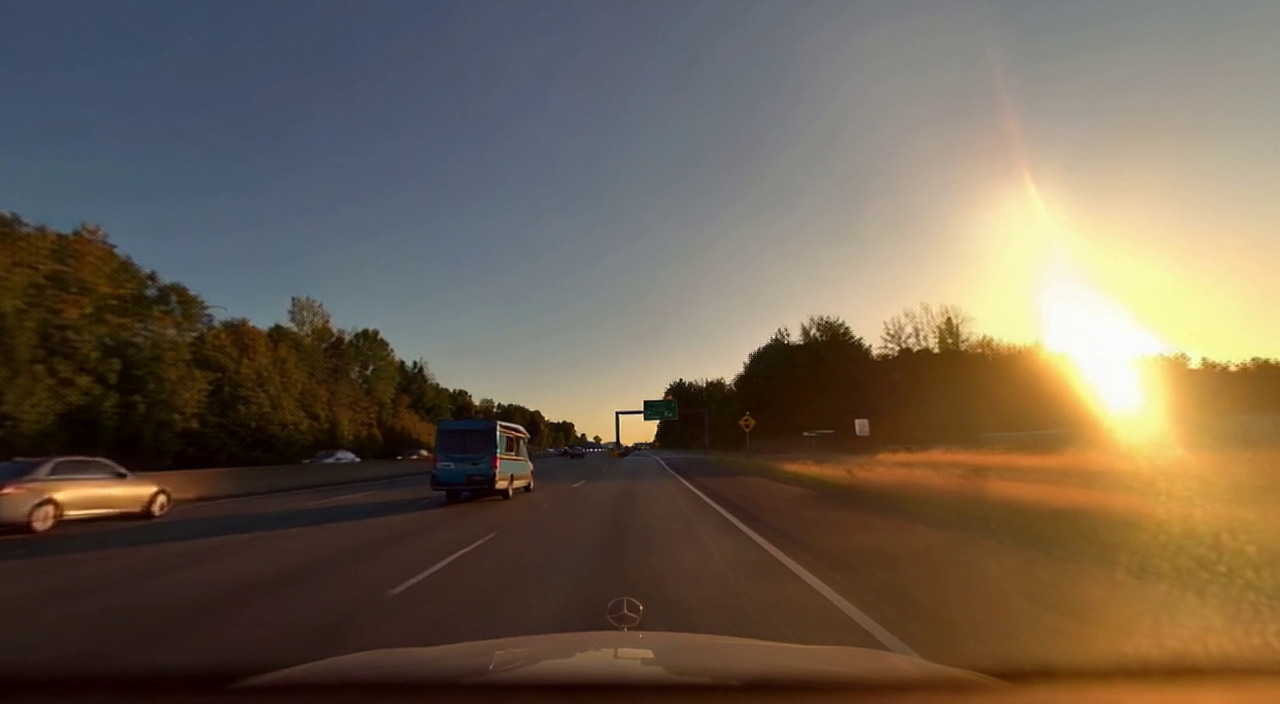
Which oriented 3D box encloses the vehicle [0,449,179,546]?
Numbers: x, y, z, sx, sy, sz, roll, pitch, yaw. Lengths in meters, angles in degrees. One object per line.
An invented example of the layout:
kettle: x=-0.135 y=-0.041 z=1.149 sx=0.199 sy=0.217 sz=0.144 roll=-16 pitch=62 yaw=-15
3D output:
vehicle: x=-10.757 y=2.435 z=10.977 sx=1.922 sy=1.448 sz=4.638 roll=0 pitch=-9 yaw=0

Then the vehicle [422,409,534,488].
vehicle: x=-6.769 y=4.212 z=27.648 sx=2.747 sy=2.934 sz=7.411 roll=0 pitch=-9 yaw=2
